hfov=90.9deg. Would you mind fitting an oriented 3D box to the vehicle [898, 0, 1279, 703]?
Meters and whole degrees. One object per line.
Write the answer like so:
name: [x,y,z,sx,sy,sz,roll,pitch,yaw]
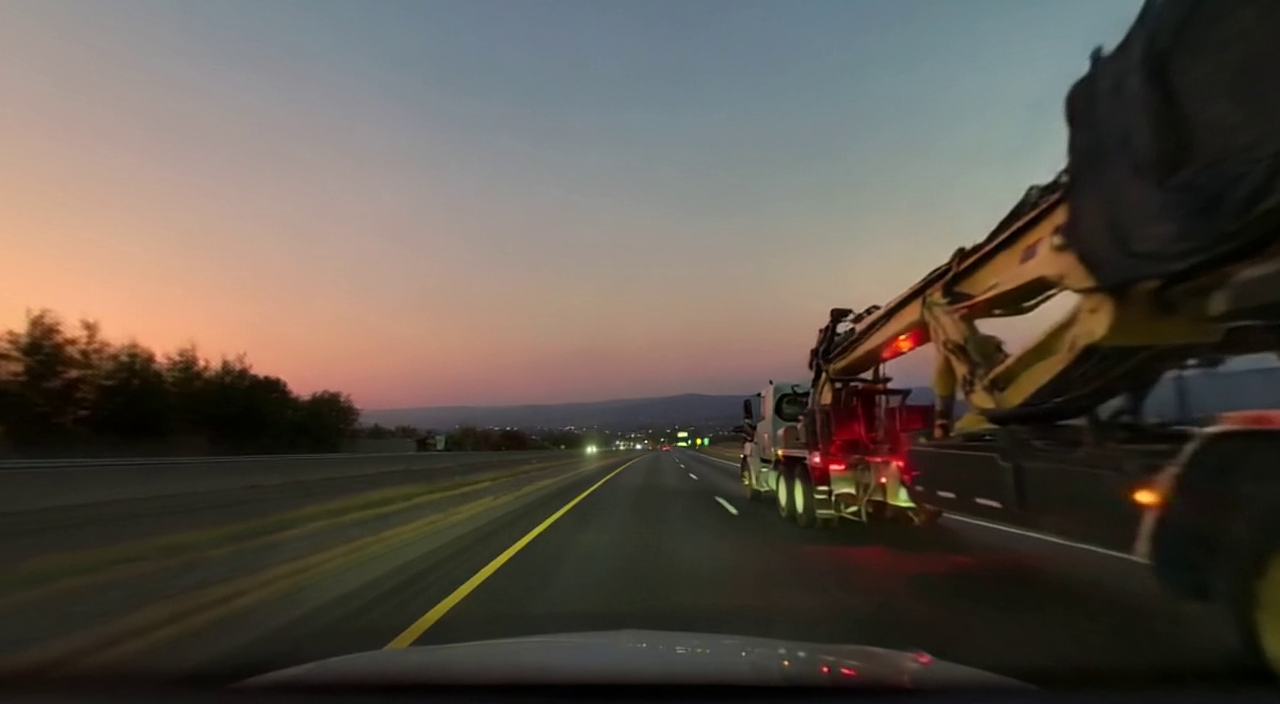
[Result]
vehicle: [3.969,-0.236,2.412,2.959,3.724,7.068,0,-8,1]
